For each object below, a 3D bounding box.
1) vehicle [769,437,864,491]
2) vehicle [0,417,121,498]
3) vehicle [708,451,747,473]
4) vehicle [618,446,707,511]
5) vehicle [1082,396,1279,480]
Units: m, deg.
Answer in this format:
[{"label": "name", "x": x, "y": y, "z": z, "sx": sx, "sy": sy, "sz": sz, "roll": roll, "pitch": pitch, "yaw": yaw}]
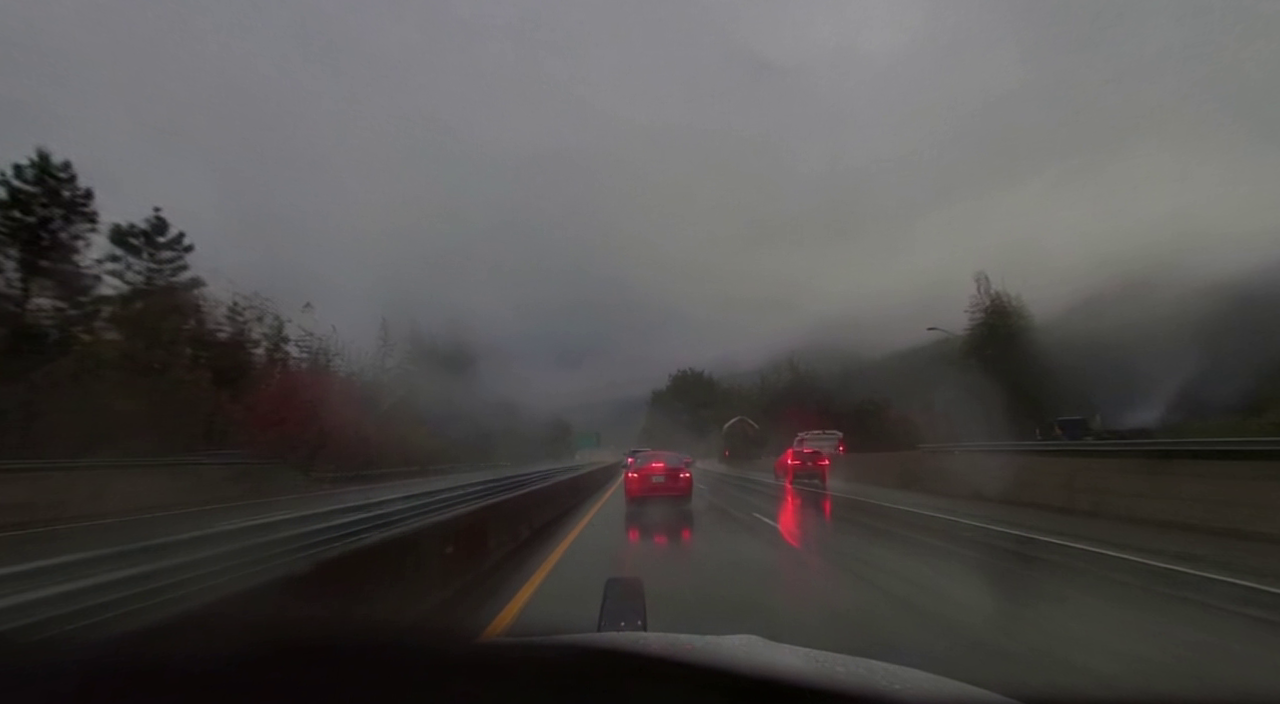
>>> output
[{"label": "vehicle", "x": 6.539, "y": 4.219, "z": 23.947, "sx": 2.177, "sy": 1.827, "sz": 4.565, "roll": 0, "pitch": -9, "yaw": -1}, {"label": "vehicle", "x": -33.300, "y": 5.813, "z": 34.583, "sx": 2.902, "sy": 3.981, "sz": 7.819, "roll": -3, "pitch": -8, "yaw": 0}, {"label": "vehicle", "x": 6.083, "y": 7.699, "z": 44.277, "sx": 2.015, "sy": 1.454, "sz": 4.324, "roll": 0, "pitch": -9, "yaw": -2}, {"label": "vehicle", "x": 0.503, "y": 3.253, "z": 16.603, "sx": 2.076, "sy": 1.485, "sz": 3.774, "roll": 0, "pitch": -9, "yaw": 0}, {"label": "vehicle", "x": 31.780, "y": 4.887, "z": 35.070, "sx": 2.822, "sy": 3.996, "sz": 14.073, "roll": 1, "pitch": -9, "yaw": -6}]
